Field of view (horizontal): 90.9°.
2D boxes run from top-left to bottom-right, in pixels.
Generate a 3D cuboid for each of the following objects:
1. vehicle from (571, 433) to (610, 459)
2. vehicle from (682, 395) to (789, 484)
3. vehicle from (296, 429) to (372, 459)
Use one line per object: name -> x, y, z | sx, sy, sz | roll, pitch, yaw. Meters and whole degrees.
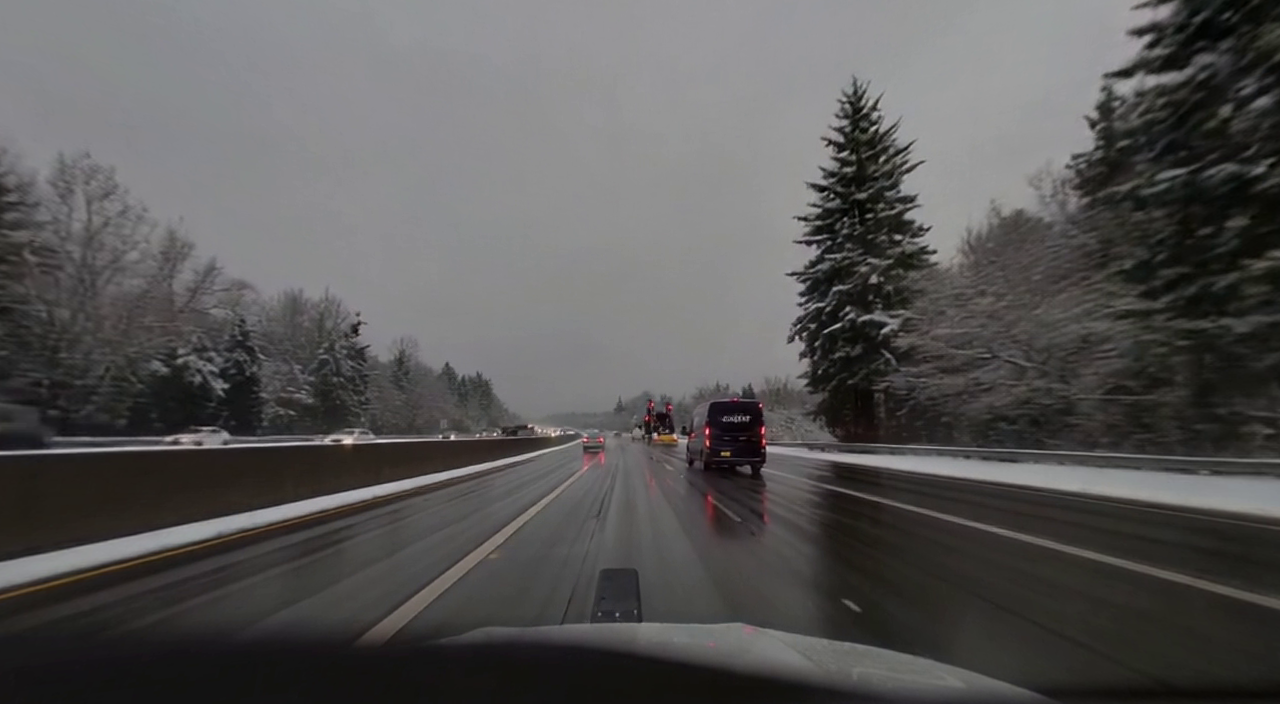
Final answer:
vehicle -> -3.002, 5.822, 39.160 | 2.217, 1.502, 4.222 | 0, -8, -1
vehicle -> 2.932, 2.906, 21.011 | 2.386, 2.509, 5.880 | 0, -8, -2
vehicle -> -16.455, 4.942, 34.141 | 1.893, 1.494, 4.905 | 1, -8, -3
